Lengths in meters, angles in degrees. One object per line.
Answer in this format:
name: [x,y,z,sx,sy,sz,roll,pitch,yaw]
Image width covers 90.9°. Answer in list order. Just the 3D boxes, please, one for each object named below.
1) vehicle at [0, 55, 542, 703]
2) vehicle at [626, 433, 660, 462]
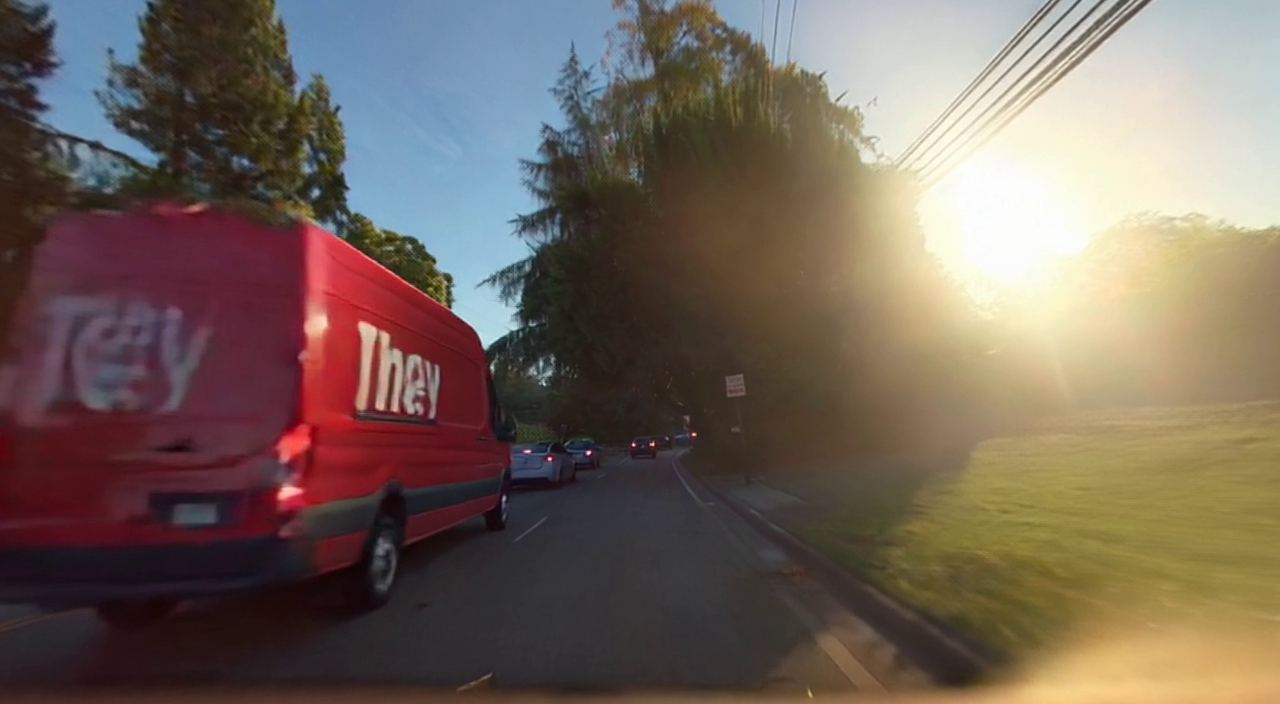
vehicle: [-3.356,0.811,7.331,2.818,3.181,9.114,0,-8,1]
vehicle: [0.273,6.653,44.203,2.241,1.912,4.095,0,-8,2]
